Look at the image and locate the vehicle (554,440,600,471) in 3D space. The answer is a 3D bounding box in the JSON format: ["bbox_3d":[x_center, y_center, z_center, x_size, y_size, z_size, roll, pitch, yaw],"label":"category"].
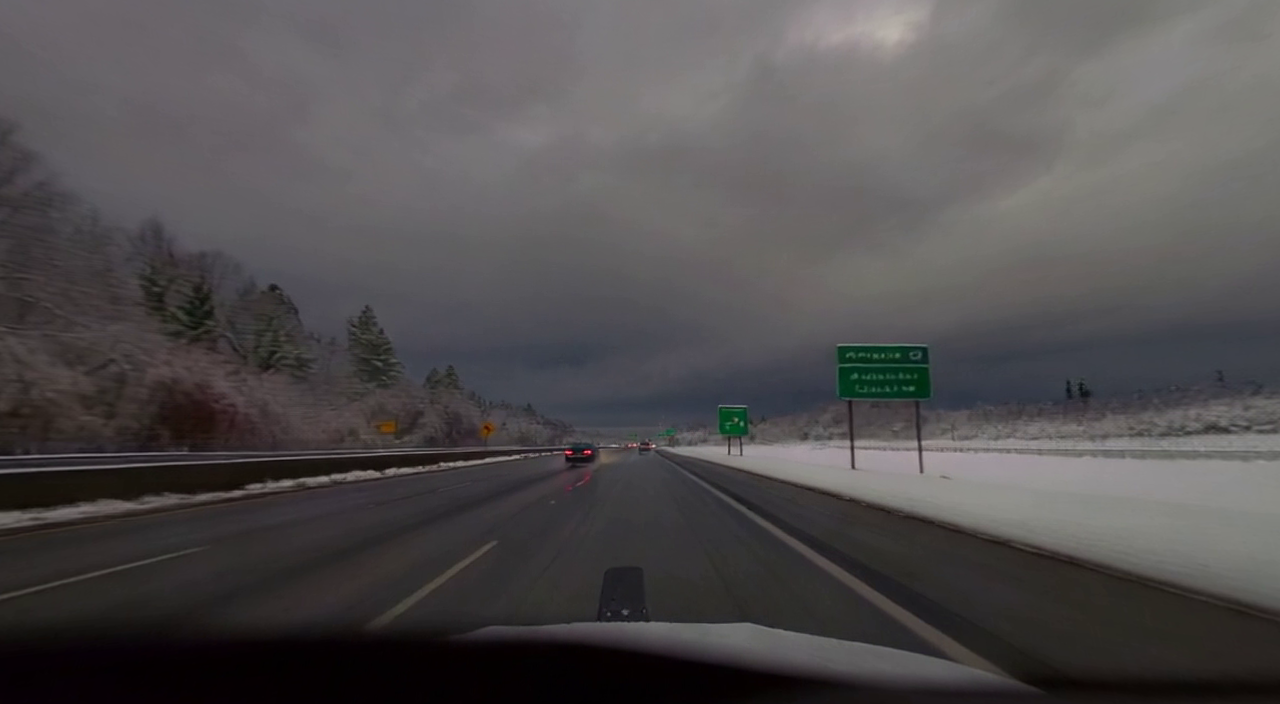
[{"bbox_3d":[-3.377,5.653,34.706,2.061,1.572,4.814,0,-8,0],"label":"vehicle"}]
